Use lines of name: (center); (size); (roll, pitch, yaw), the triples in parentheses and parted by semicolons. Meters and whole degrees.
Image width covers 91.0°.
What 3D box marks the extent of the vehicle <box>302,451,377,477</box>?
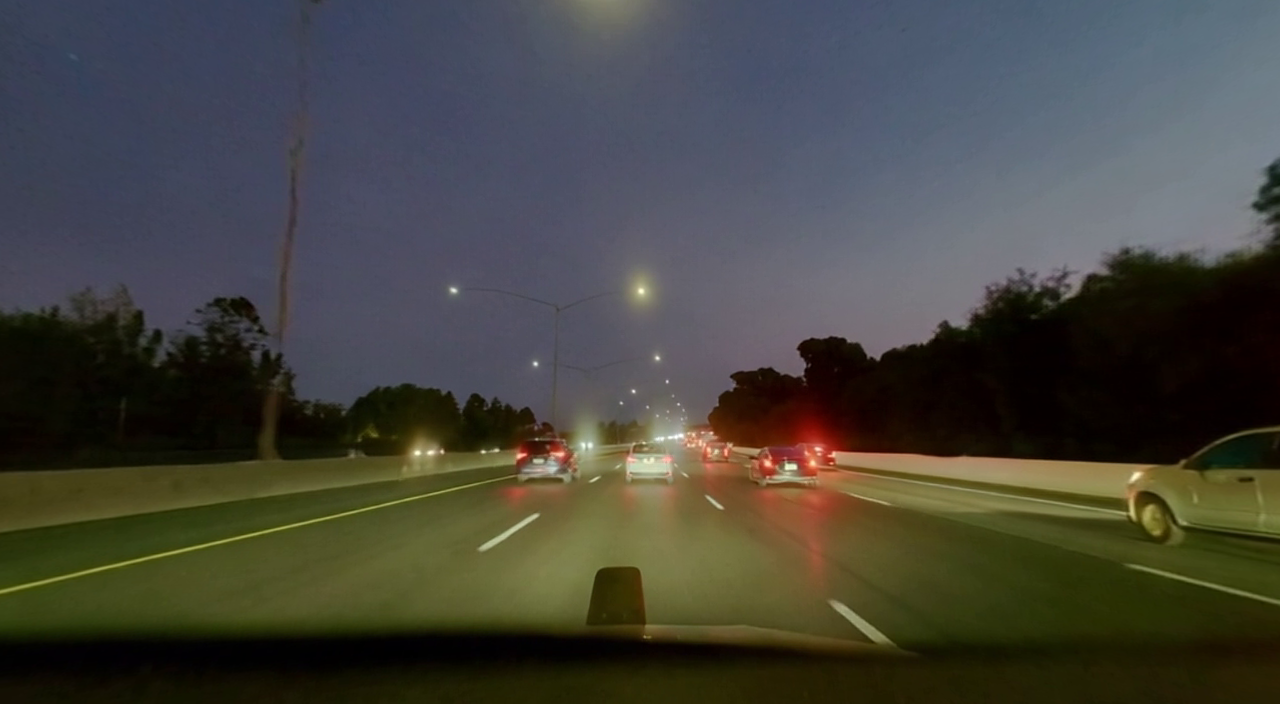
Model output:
vehicle: (-19.233, 7.176, 40.639); (2.130, 1.523, 4.922); (0, -9, 4)

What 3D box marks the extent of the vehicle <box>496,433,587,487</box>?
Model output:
vehicle: (-3.269, 3.725, 21.942); (2.128, 1.627, 4.697); (0, -9, 3)

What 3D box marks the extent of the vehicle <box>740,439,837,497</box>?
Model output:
vehicle: (4.347, 3.452, 19.172); (1.999, 1.514, 4.338); (0, -9, 2)

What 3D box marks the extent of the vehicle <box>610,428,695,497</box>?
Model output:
vehicle: (0.393, 3.134, 18.184); (2.181, 1.728, 3.970); (0, -9, 2)

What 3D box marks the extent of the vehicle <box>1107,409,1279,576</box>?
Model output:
vehicle: (7.409, 1.393, 6.167); (2.028, 1.657, 4.823); (0, -9, 1)
